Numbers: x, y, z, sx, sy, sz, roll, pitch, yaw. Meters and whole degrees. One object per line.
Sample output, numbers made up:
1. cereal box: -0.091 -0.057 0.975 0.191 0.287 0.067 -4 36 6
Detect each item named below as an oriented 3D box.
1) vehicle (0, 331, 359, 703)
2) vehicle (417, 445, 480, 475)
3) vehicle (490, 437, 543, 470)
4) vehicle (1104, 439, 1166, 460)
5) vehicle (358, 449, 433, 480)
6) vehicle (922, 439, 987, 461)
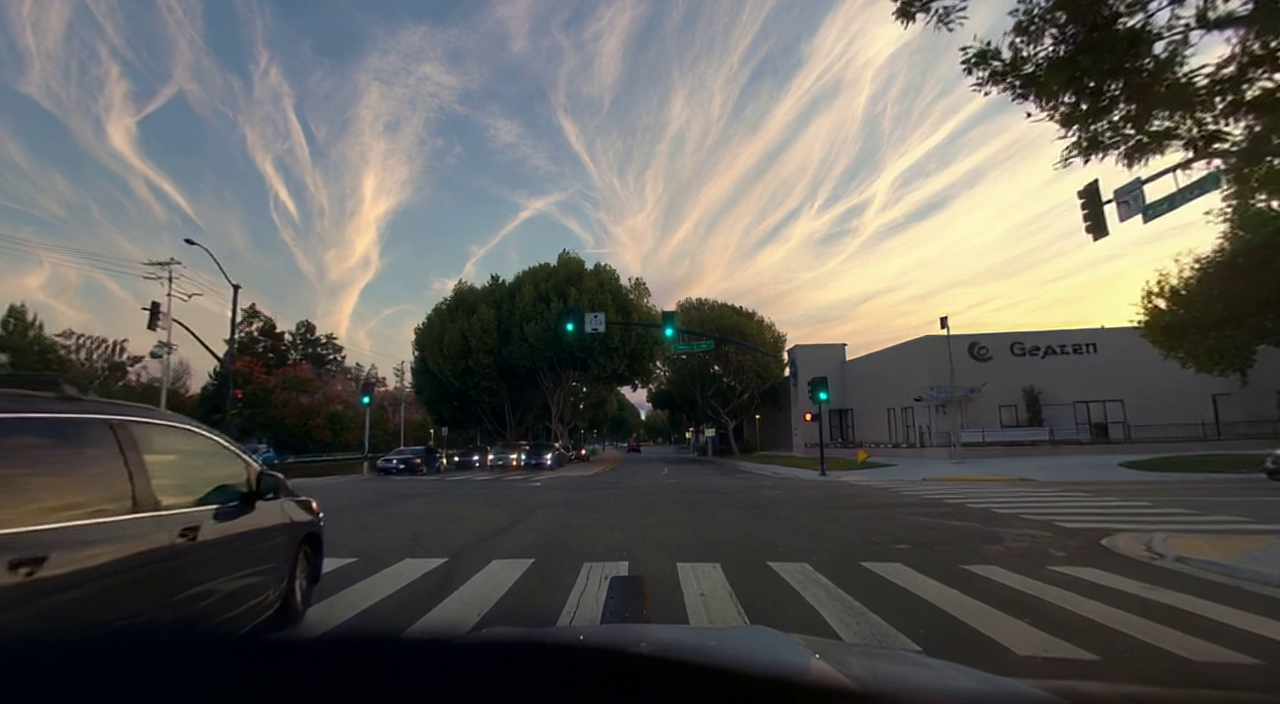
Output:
1. vehicle: -3.691 1.030 3.974 2.000 1.789 4.638 1 -8 -5
2. vehicle: -10.638 6.009 35.399 2.041 1.548 4.868 0 -8 0
3. vehicle: -7.177 5.949 37.182 2.081 1.818 4.782 0 -8 1
4. vehicle: 38.477 7.594 49.172 1.837 1.514 4.786 -2 -8 13
5. vehicle: -13.063 6.013 34.079 2.011 1.480 4.747 0 -8 2
6. vehicle: 21.482 6.691 43.067 3.576 1.425 1.702 2 -8 -11
